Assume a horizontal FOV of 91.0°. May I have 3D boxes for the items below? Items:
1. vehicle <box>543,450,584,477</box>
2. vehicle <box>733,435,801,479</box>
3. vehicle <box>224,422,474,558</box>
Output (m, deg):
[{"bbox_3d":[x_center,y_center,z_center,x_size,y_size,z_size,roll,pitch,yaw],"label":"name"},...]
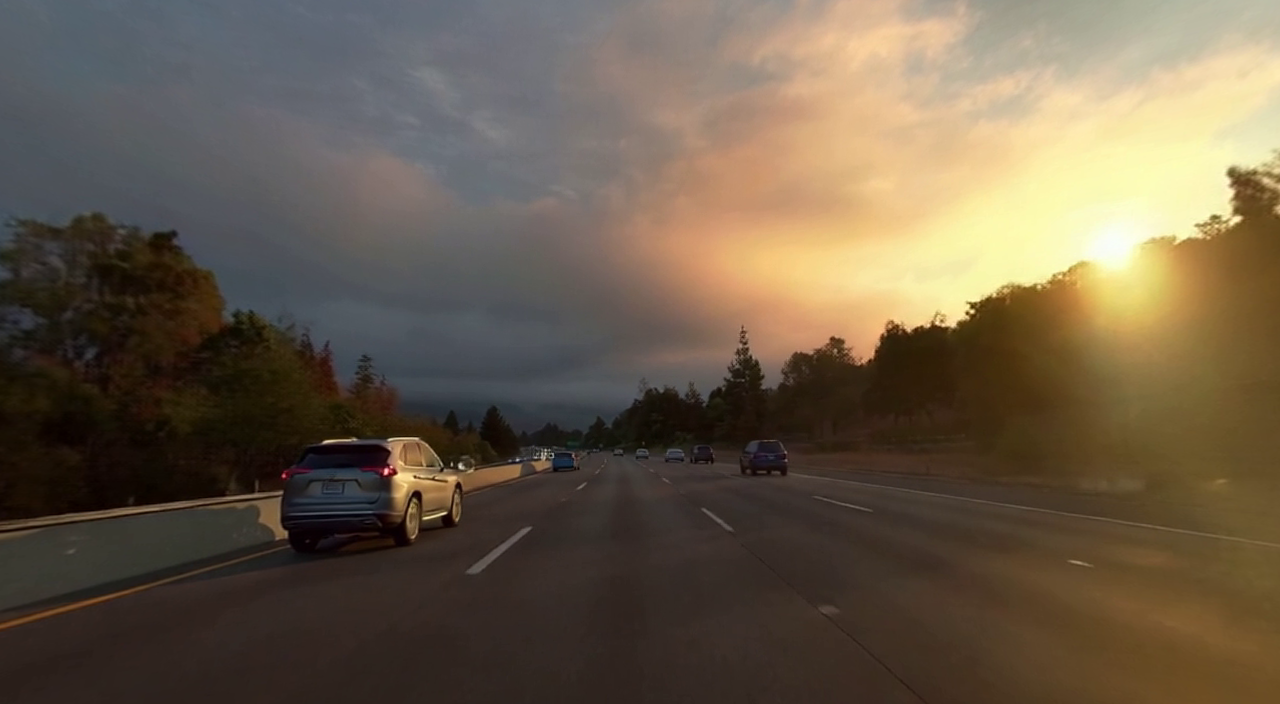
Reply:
[{"bbox_3d":[-4.459,6.544,37.236,2.009,1.488,4.289,0,-9,-2],"label":"vehicle"},{"bbox_3d":[6.595,5.531,33.356,2.378,2.096,5.119,0,-9,-2],"label":"vehicle"},{"bbox_3d":[-4.357,2.127,10.396,2.079,1.745,4.281,0,-9,0],"label":"vehicle"}]
